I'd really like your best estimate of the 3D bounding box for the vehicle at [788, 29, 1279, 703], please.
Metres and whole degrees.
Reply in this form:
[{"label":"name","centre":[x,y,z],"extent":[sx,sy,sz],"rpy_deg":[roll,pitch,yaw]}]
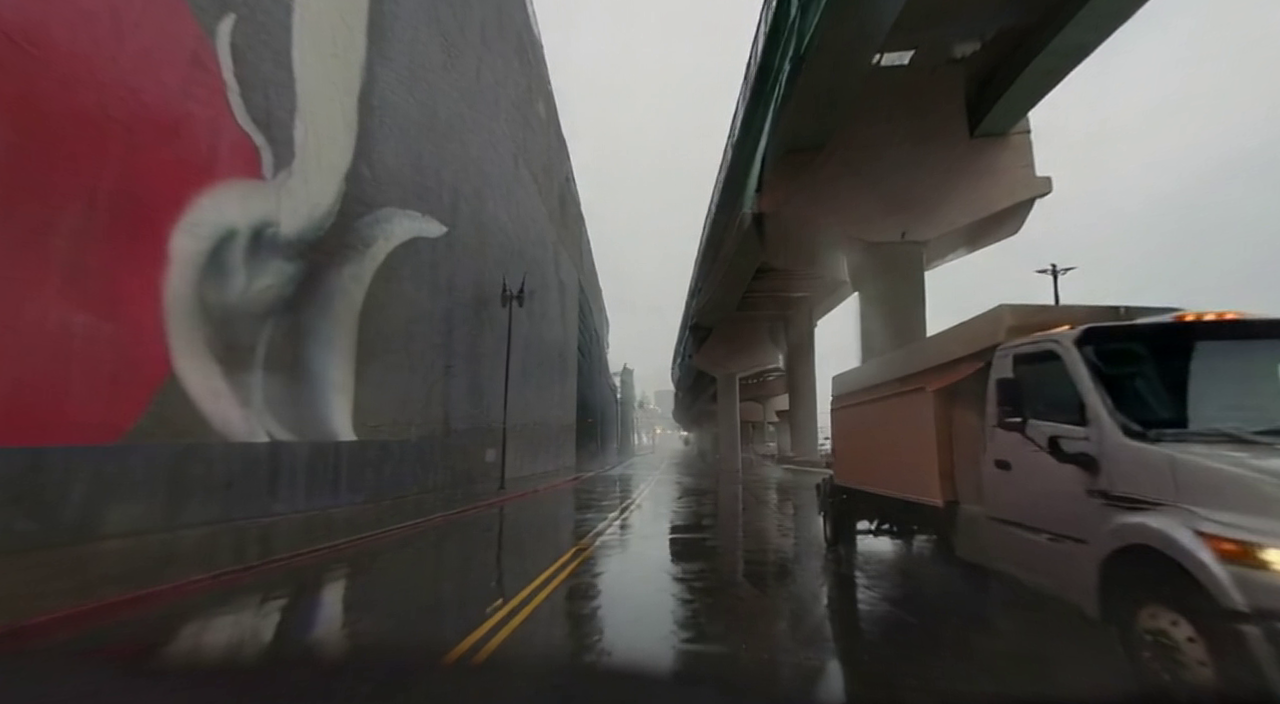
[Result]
[{"label":"vehicle","centre":[4.227,0.660,8.103],"extent":[2.849,3.893,9.347],"rpy_deg":[-1,-8,4]}]
